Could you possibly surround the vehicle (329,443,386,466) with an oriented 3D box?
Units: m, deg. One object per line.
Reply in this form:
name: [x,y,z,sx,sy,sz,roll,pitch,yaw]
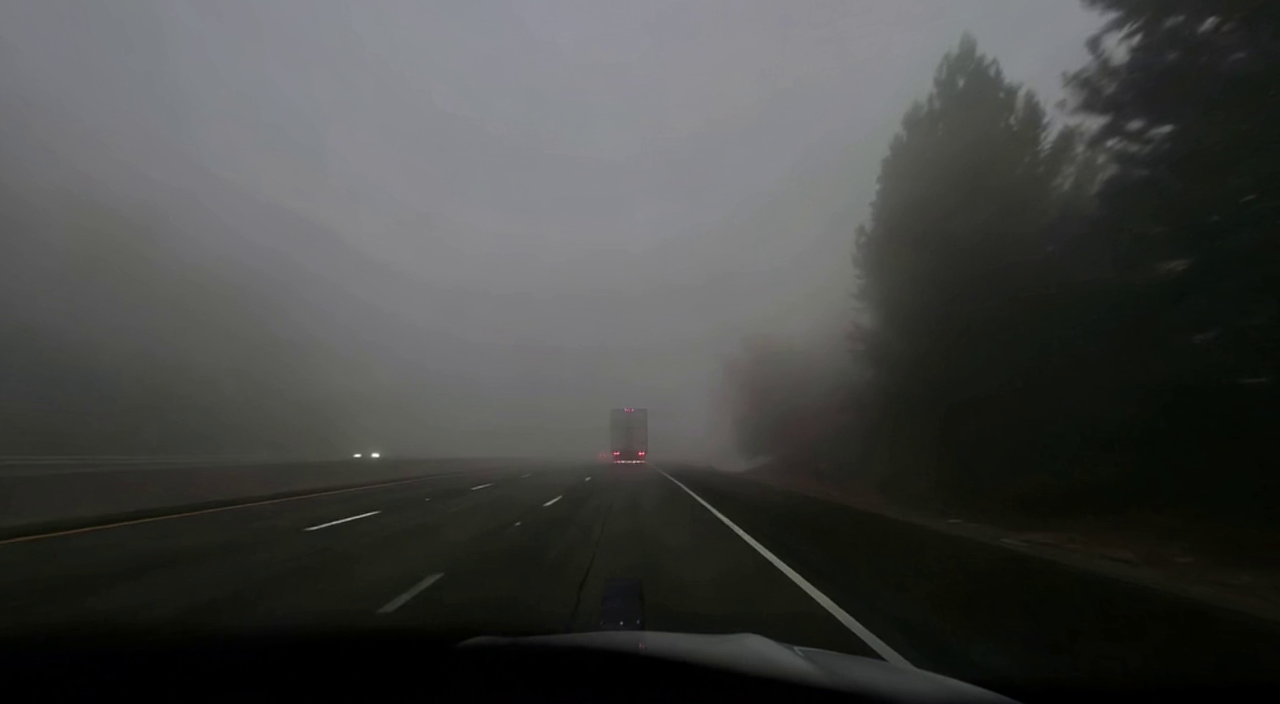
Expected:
vehicle: [-19.967,7.270,44.806,1.968,1.556,4.775,0,-9,-1]
